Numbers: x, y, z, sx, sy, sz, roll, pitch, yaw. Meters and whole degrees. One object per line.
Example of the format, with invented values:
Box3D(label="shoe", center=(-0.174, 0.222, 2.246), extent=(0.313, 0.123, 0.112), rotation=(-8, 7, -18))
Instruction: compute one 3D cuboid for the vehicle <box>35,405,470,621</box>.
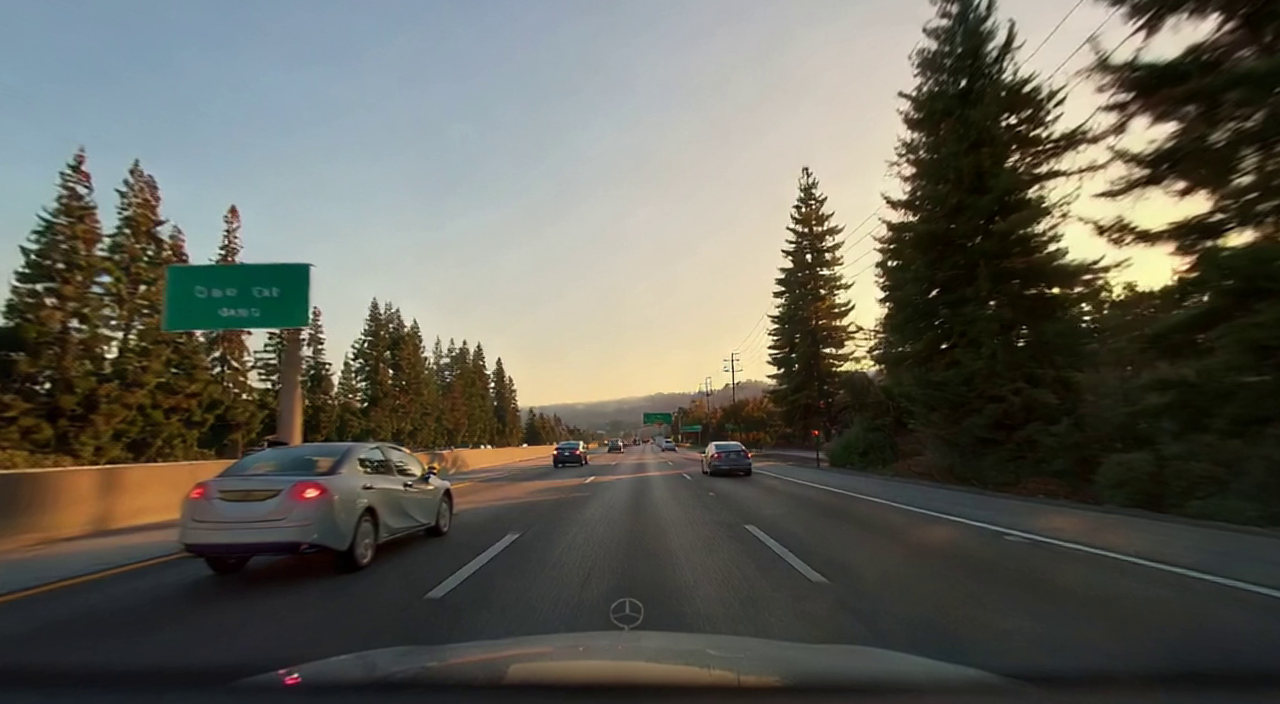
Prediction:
Box3D(label="vehicle", center=(-3.525, 1.525, 6.939), extent=(2.049, 1.620, 4.153), rotation=(0, -8, 1))

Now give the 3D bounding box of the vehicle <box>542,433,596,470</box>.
Box3D(label="vehicle", center=(-3.622, 5.215, 33.177), extent=(2.217, 1.773, 4.553), rotation=(0, -8, 1))

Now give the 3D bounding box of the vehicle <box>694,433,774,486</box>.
Box3D(label="vehicle", center=(3.022, 3.546, 21.085), extent=(1.996, 1.579, 3.841), rotation=(0, -8, -2))
